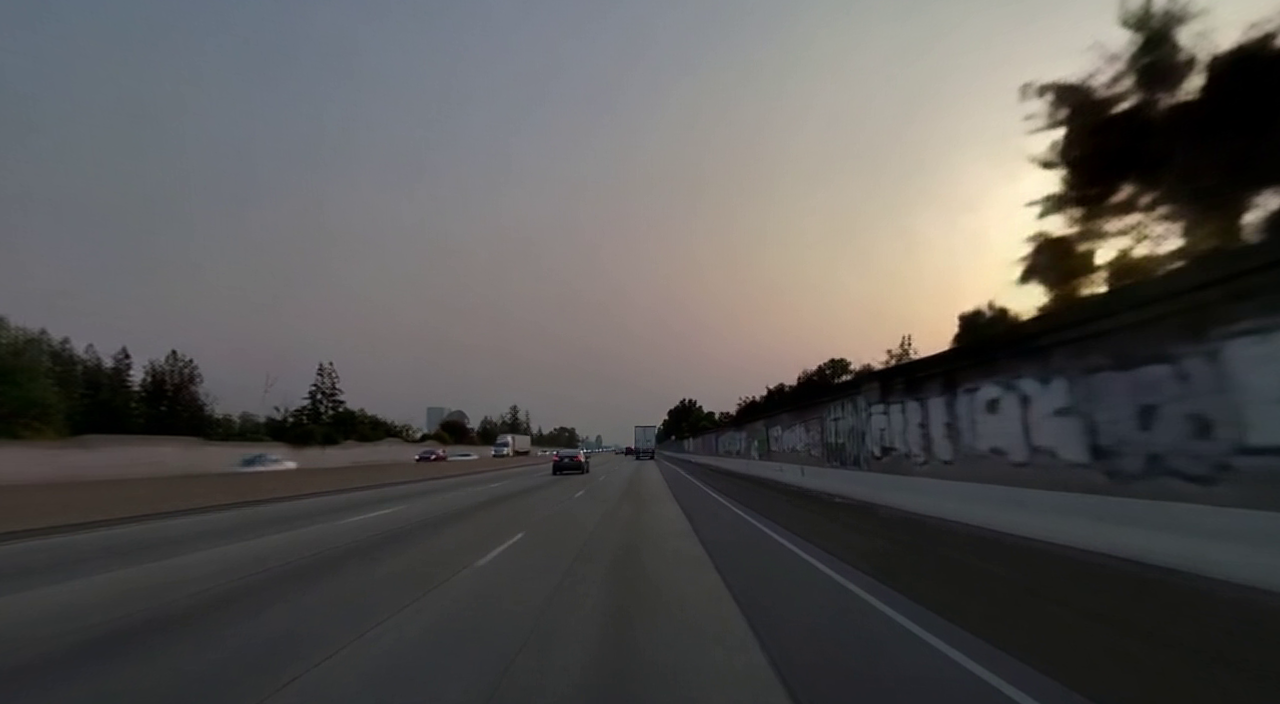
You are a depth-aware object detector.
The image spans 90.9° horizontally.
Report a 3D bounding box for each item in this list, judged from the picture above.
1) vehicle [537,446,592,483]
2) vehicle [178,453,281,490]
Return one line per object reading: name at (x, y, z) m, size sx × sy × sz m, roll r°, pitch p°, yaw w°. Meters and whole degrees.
vehicle at (-3.205, 4.861, 27.530) m, size 1.803 × 1.466 × 4.509 m, roll 0°, pitch -9°, yaw 1°
vehicle at (-18.336, 5.328, 28.389) m, size 1.776 × 1.488 × 4.159 m, roll 0°, pitch -9°, yaw 0°
